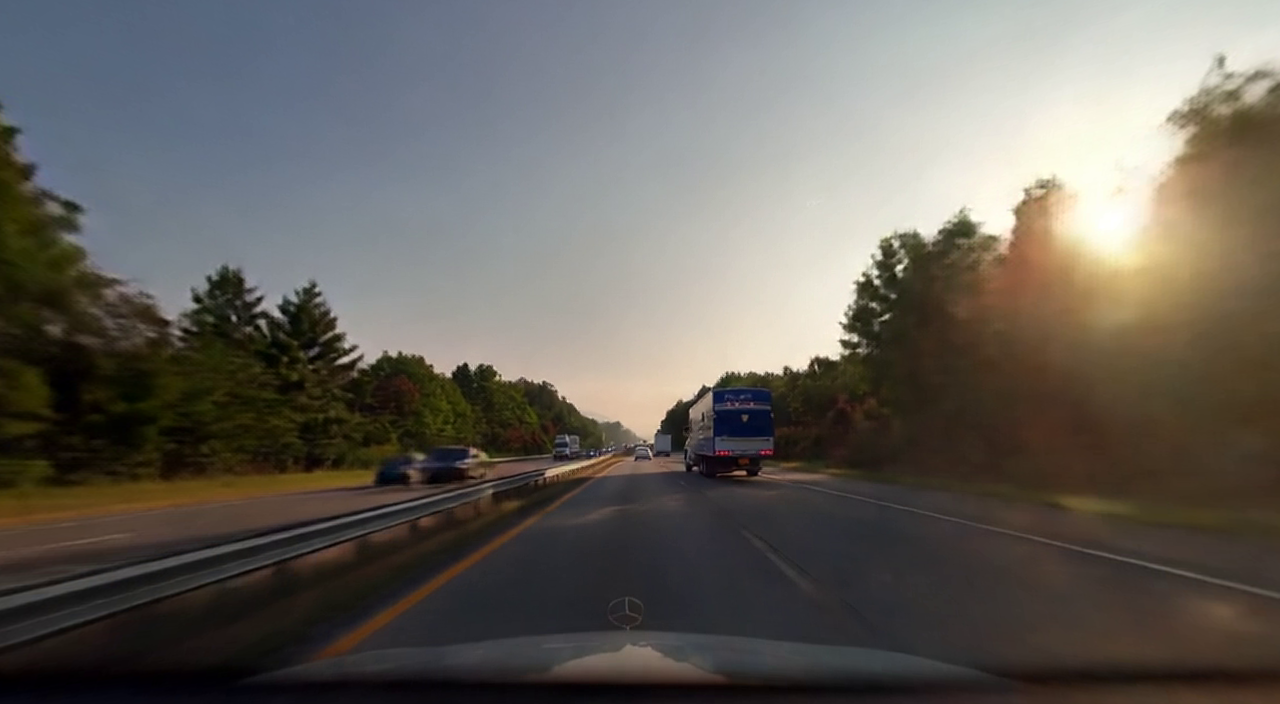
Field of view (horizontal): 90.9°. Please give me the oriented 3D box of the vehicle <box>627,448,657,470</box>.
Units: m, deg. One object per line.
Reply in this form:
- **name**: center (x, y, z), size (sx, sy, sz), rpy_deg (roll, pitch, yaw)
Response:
- **vehicle**: center (0.135, 7.214, 42.756), size (1.926, 1.386, 3.615), rpy_deg (0, -9, 0)

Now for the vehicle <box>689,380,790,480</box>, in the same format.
- **vehicle**: center (4.678, 4.321, 33.248), size (2.939, 4.129, 14.300), rpy_deg (0, -9, 0)

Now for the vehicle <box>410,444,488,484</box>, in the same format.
- **vehicle**: center (-8.648, 5.108, 29.004), size (2.155, 1.659, 4.565), rpy_deg (0, -9, 0)
